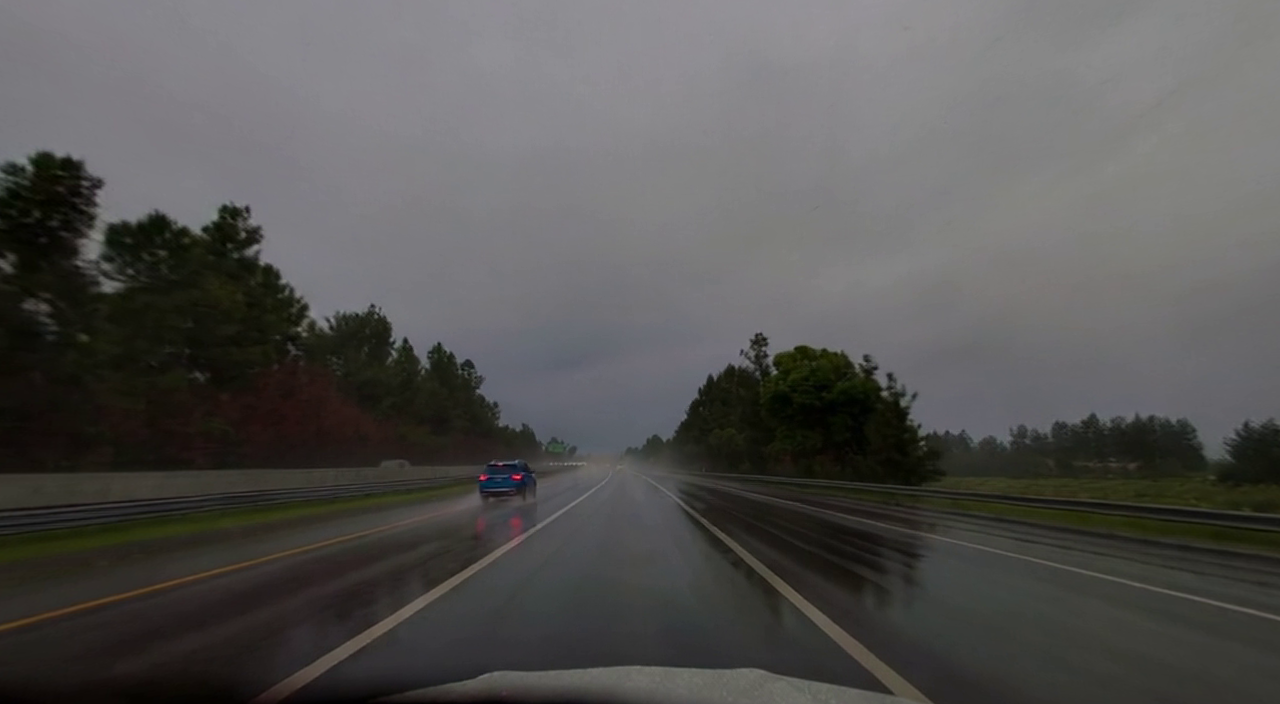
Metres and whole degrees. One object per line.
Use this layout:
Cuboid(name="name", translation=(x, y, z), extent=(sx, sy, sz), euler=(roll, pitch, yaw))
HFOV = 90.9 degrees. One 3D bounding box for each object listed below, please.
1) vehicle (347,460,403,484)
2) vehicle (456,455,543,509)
Cuboid(name="vehicle", translation=(-16.709, 7.579, 39.925), extent=(1.795, 1.428, 4.090), euler=(1, -10, 0))
Cuboid(name="vehicle", translation=(-4.548, 4.288, 20.974), extent=(2.025, 1.584, 3.657), euler=(1, -10, 0))
